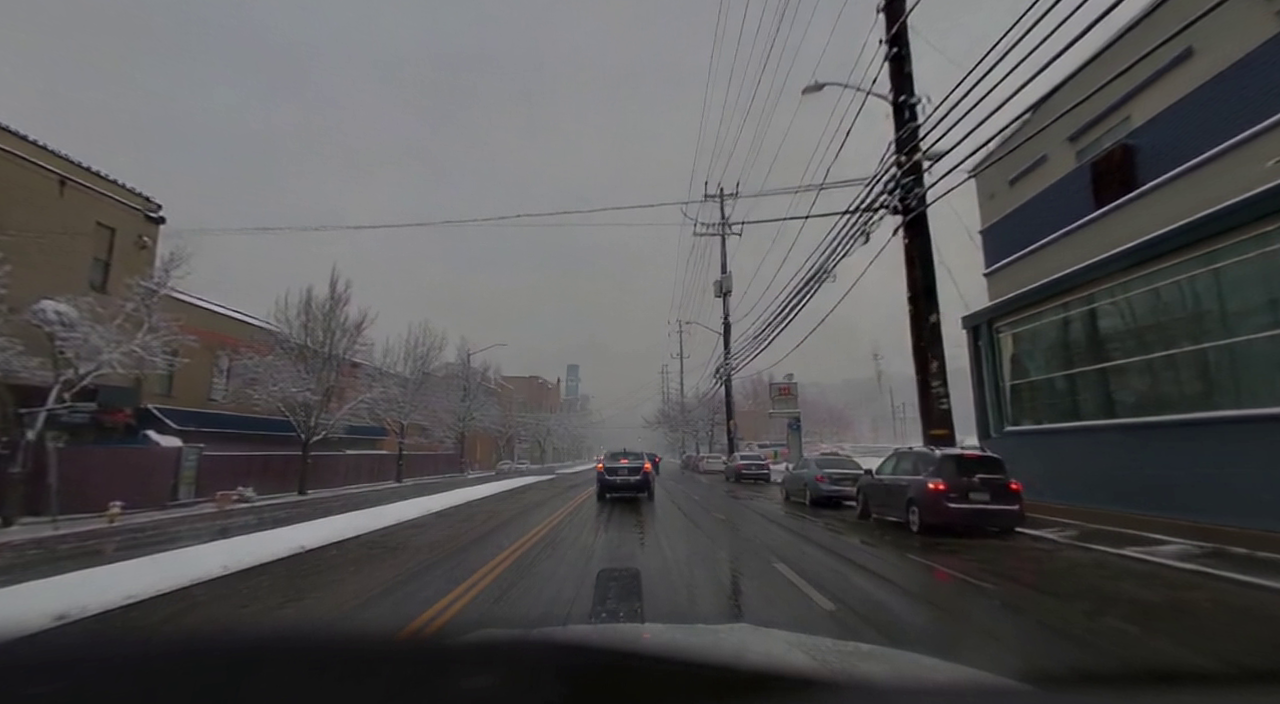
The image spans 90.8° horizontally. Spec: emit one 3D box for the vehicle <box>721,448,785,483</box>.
[{"bbox_3d":[5.271,5.373,30.218,2.108,1.471,4.948,0,-8,-1],"label":"vehicle"}]

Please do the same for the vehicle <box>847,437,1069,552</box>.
[{"bbox_3d":[5.118,2.288,10.853,1.779,1.592,3.740,0,-8,-1],"label":"vehicle"}]

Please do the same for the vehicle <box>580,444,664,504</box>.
[{"bbox_3d":[-0.452,3.391,18.035,2.116,1.479,3.980,0,-8,0],"label":"vehicle"}]

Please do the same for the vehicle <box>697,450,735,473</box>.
[{"bbox_3d":[5.195,7.545,43.668,1.987,1.459,4.677,0,-8,-1],"label":"vehicle"}]

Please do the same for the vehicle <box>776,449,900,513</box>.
[{"bbox_3d":[4.996,3.287,16.632,1.761,1.413,4.272,0,-8,-2],"label":"vehicle"}]
